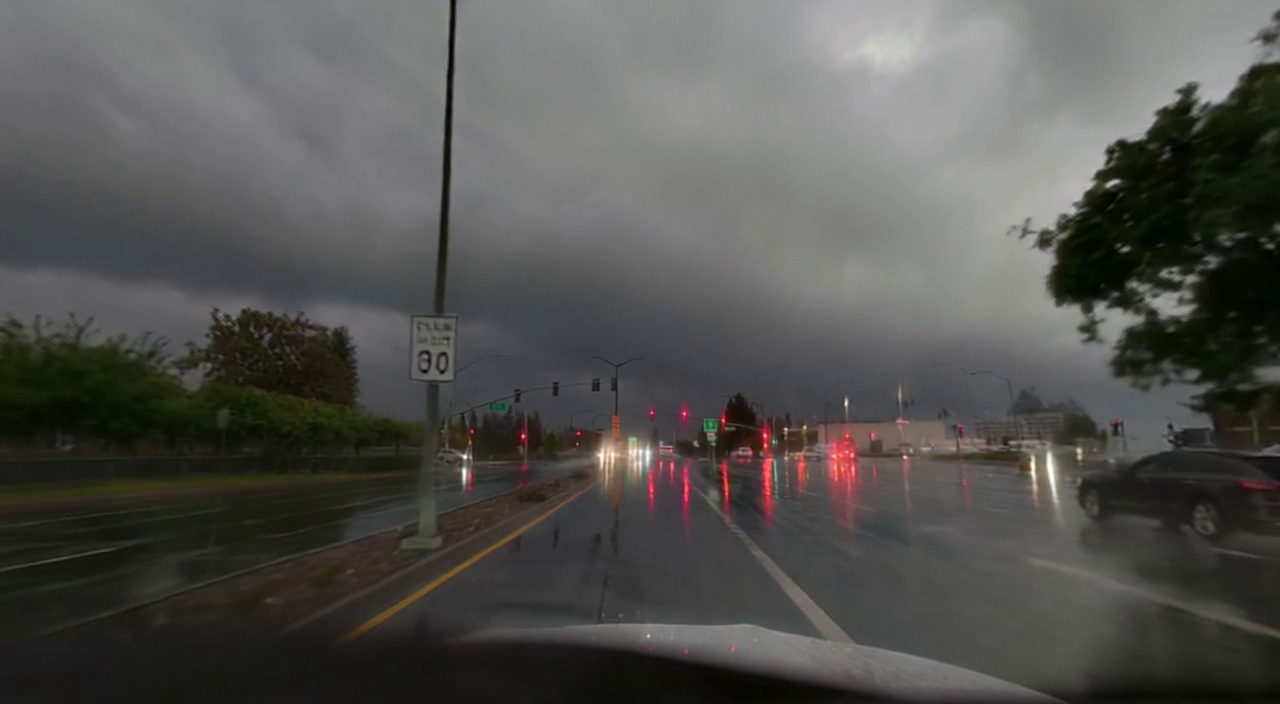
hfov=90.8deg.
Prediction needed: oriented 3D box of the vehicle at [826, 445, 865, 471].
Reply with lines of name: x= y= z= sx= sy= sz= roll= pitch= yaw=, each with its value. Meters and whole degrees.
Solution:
vehicle: x=15.380 y=7.911 z=47.531 sx=1.951 sy=1.843 sz=4.335 roll=-1 pitch=-8 yaw=7

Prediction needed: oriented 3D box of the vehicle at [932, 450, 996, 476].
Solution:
vehicle: x=20.975 y=7.205 z=41.139 sx=1.896 sy=1.524 sz=4.562 roll=0 pitch=-8 yaw=3

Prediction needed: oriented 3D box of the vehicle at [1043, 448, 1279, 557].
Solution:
vehicle: x=9.614 y=2.491 z=11.269 sx=1.933 sy=1.500 sz=4.458 roll=0 pitch=-8 yaw=1
